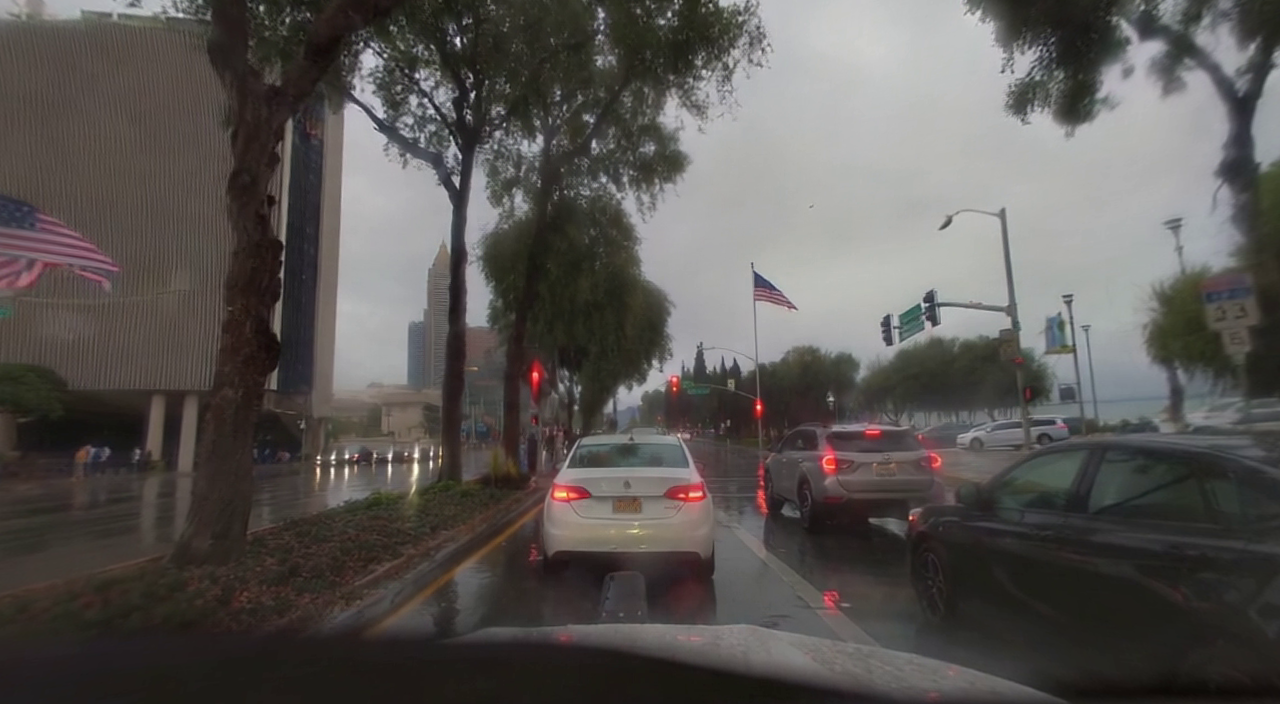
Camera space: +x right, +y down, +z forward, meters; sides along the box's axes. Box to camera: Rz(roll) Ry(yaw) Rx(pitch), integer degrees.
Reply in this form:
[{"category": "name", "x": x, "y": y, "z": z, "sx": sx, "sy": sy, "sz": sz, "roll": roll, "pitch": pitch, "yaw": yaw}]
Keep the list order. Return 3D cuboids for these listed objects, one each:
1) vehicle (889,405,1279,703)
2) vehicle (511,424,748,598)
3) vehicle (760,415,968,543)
[{"category": "vehicle", "x": 3.387, "y": 1.175, "z": 4.012, "sx": 1.833, "sy": 1.465, "sz": 4.258, "roll": 0, "pitch": -8, "yaw": -1}, {"category": "vehicle", "x": -0.102, "y": 1.696, "z": 7.557, "sx": 2.096, "sy": 1.521, "sz": 3.747, "roll": 0, "pitch": -8, "yaw": 0}, {"category": "vehicle", "x": 3.522, "y": 2.095, "z": 11.051, "sx": 1.978, "sy": 1.738, "sz": 4.599, "roll": 0, "pitch": -8, "yaw": 1}]
